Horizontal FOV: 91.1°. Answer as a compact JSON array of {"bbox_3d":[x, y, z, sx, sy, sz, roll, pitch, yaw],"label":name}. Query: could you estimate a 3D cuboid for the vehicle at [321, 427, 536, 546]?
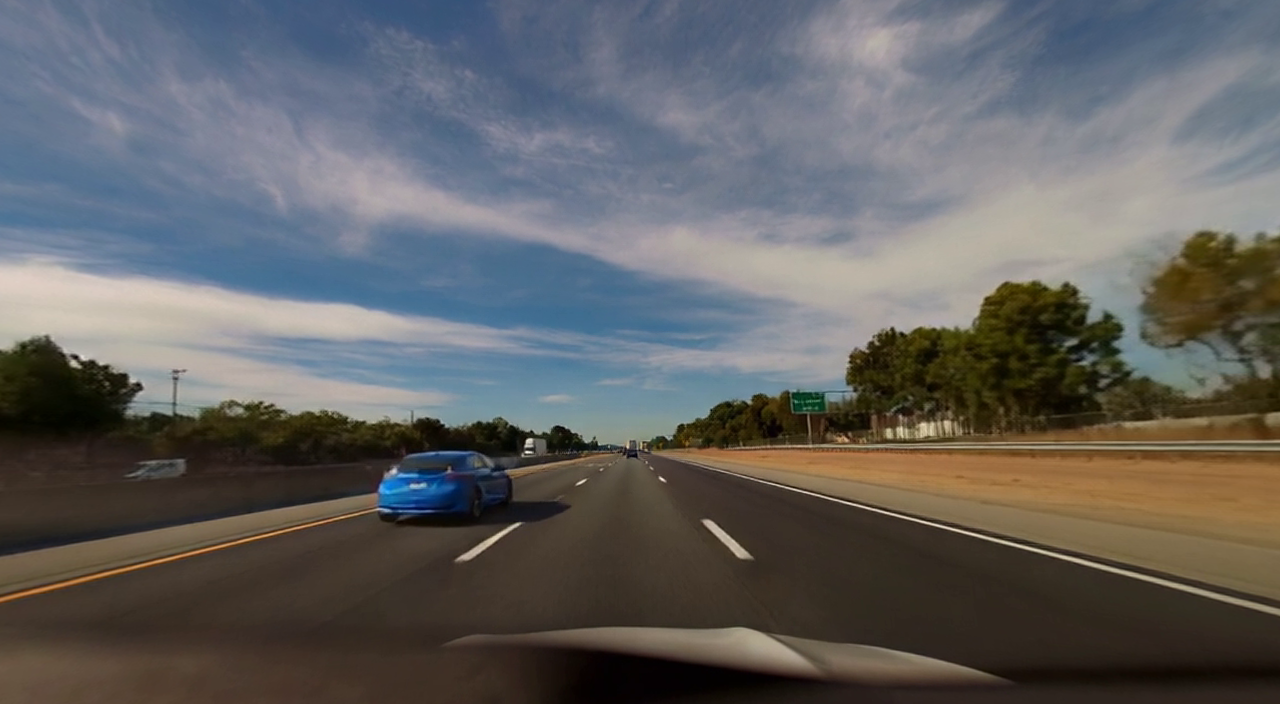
[{"bbox_3d":[-3.246,2.175,10.848,2.069,1.573,4.589,0,-9,0],"label":"vehicle"}]
